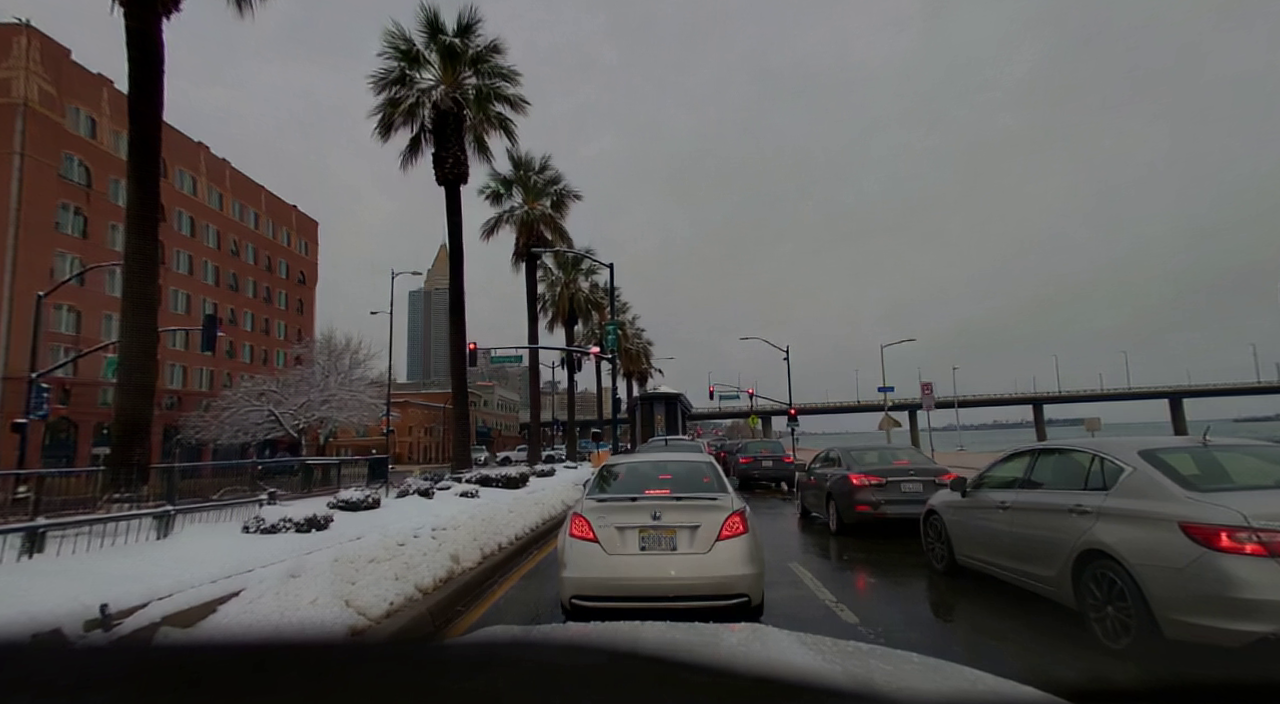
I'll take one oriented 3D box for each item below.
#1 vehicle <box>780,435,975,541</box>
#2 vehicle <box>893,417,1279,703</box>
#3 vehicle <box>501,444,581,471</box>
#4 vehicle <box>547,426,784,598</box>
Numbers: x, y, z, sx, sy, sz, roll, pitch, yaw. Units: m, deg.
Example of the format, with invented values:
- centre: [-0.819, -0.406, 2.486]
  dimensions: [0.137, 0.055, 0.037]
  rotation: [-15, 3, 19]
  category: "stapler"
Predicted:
- centre: [3.890, 2.287, 11.309]
  dimensions: [1.920, 1.490, 4.417]
  rotation: [-1, -9, 2]
  category: "vehicle"
- centre: [3.911, 1.366, 5.098]
  dimensions: [1.913, 1.469, 4.425]
  rotation: [0, -9, 0]
  category: "vehicle"
- centre: [-6.142, 6.522, 39.329]
  dimensions: [4.495, 1.604, 2.022]
  rotation: [6, -11, -35]
  category: "vehicle"
- centre: [0.262, 1.704, 7.509]
  dimensions: [2.093, 1.503, 3.681]
  rotation: [0, -9, 1]
  category: "vehicle"
